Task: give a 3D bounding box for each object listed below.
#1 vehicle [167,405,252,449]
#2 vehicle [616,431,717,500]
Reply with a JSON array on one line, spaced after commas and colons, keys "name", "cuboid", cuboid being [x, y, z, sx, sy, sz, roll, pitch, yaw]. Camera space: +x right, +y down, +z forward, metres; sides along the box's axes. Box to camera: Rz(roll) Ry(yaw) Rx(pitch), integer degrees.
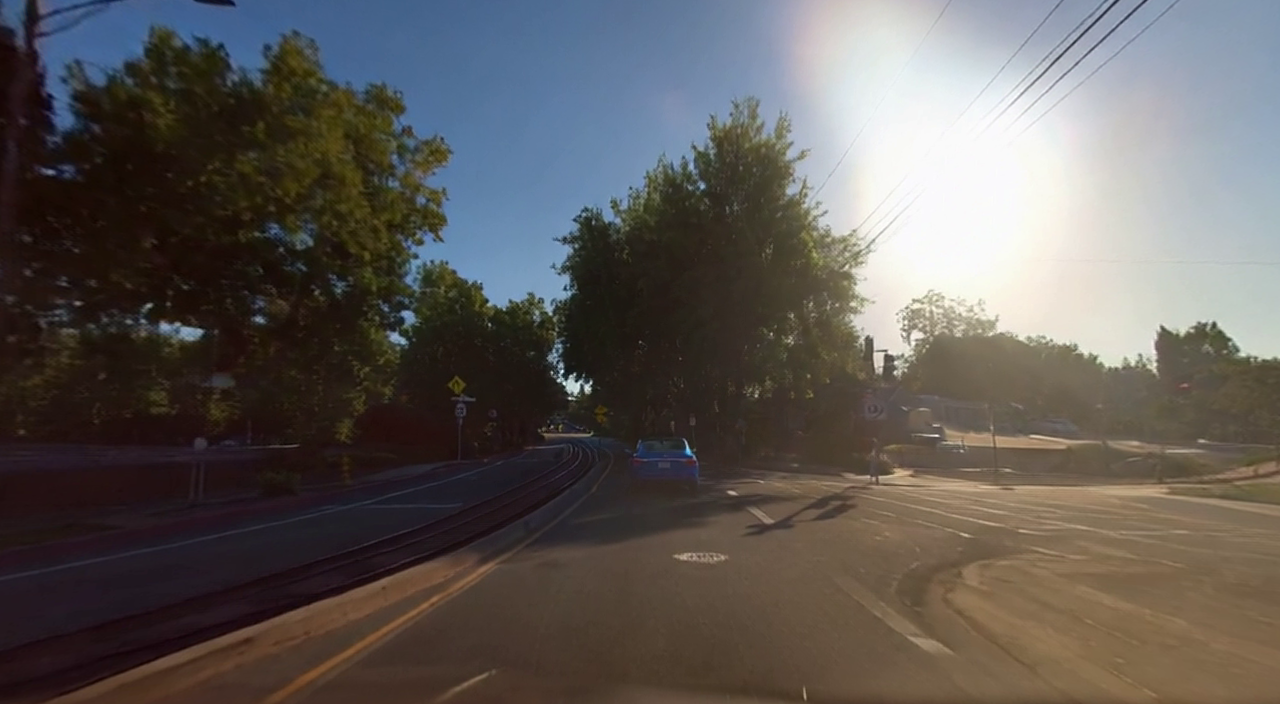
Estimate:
[{"name": "vehicle", "cuboid": [-30.421, 5.389, 44.975, 2.983, 2.816, 7.042, 3, -8, -18]}, {"name": "vehicle", "cuboid": [0.575, 2.885, 16.582, 2.295, 1.510, 4.364, 1, -8, -1]}]
